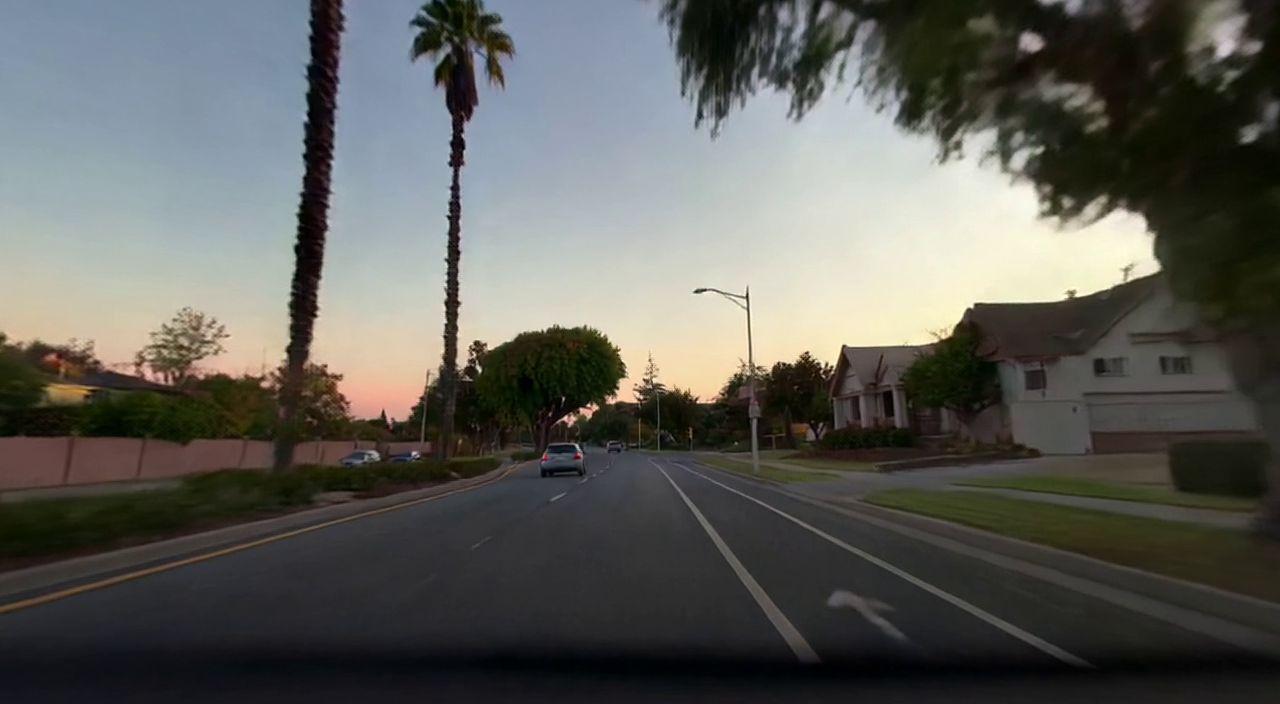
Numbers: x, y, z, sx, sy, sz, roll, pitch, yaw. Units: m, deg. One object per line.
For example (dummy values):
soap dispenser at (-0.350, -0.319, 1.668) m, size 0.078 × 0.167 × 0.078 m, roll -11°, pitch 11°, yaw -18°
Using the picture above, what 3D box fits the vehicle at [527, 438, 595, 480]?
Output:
vehicle at (-3.083, 4.286, 25.599) m, size 2.075 × 1.498 × 4.730 m, roll 0°, pitch -8°, yaw 1°

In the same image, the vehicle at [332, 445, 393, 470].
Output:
vehicle at (-19.150, 7.330, 43.732) m, size 2.026 × 1.563 × 4.618 m, roll 0°, pitch -10°, yaw 1°
